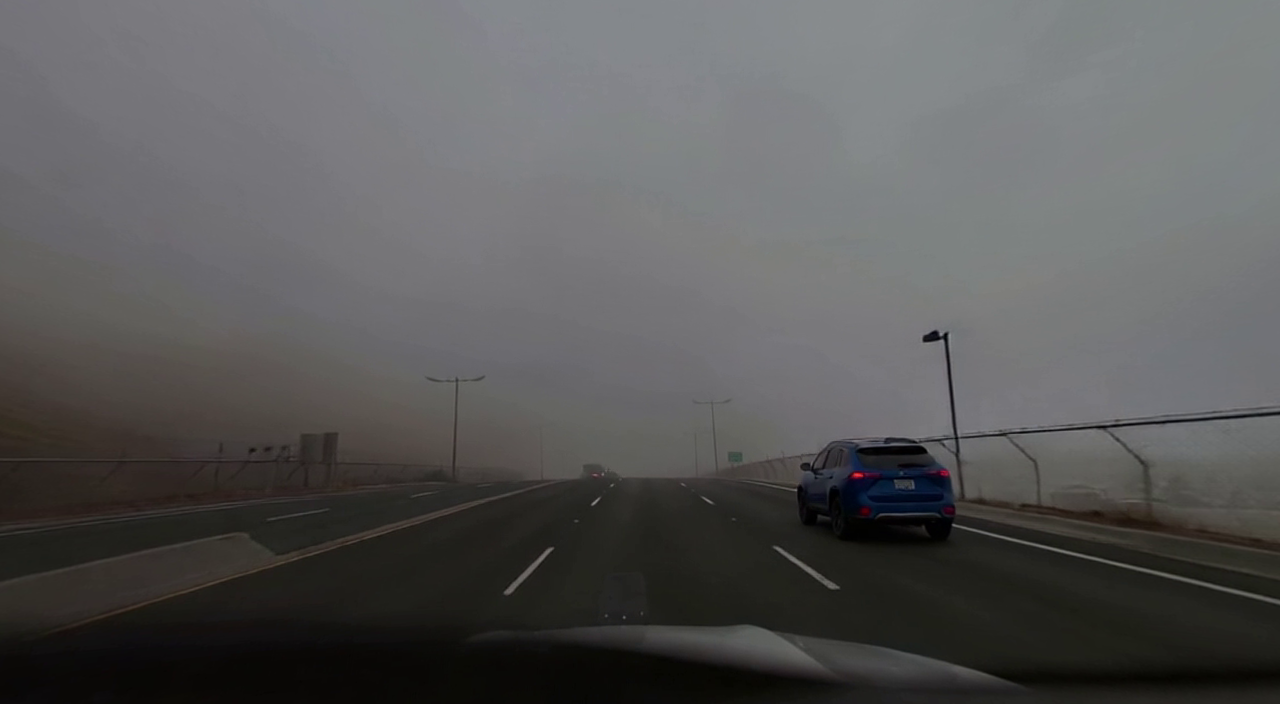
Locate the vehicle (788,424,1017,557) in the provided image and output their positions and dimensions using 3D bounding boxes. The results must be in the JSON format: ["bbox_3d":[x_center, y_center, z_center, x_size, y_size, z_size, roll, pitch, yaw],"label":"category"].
[{"bbox_3d":[3.968,2.153,10.528,1.989,1.730,4.324,0,-9,1],"label":"vehicle"}]
